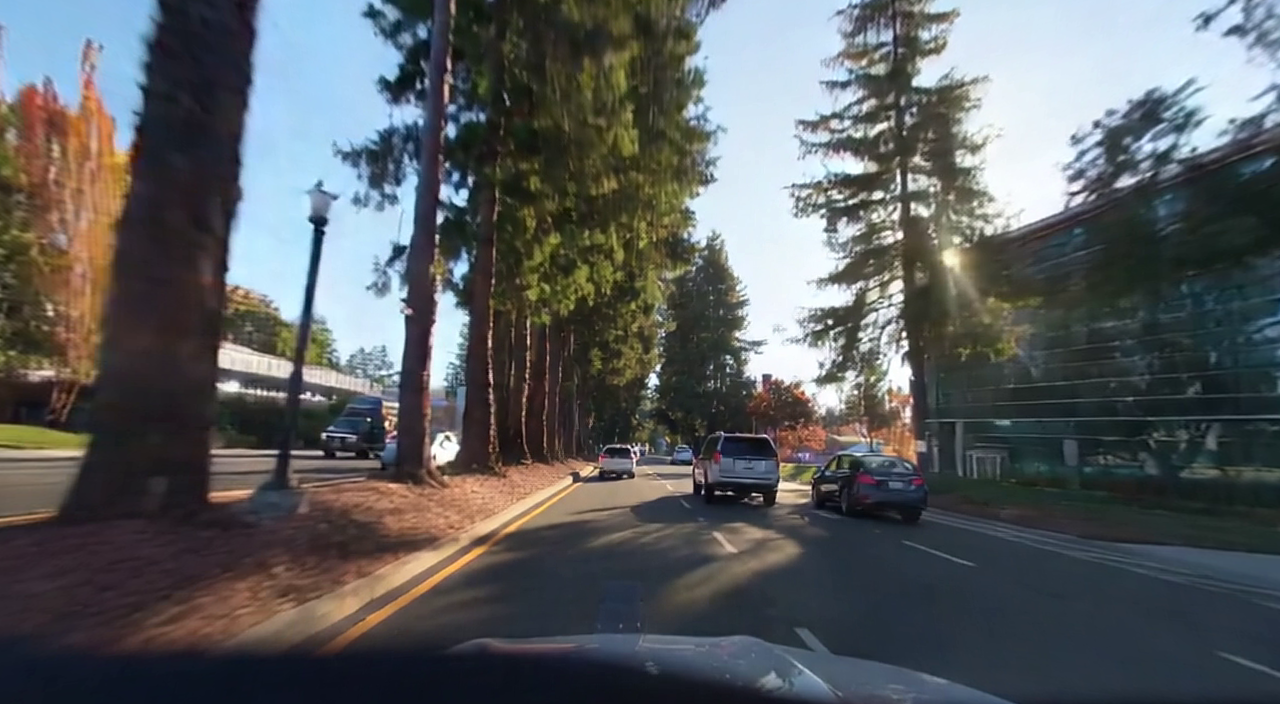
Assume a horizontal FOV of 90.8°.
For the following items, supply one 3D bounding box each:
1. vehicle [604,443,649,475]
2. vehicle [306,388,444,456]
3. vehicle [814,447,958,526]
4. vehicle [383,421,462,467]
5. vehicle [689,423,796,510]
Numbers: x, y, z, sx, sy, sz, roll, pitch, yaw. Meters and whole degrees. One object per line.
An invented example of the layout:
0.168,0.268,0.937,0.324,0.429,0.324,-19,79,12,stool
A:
-0.685,5.312,31.542,2.119,1.460,3.847,0,-9,-1,vehicle
-15.693,4.595,39.072,2.944,3.472,12.516,1,-9,1,vehicle
6.197,3.391,16.554,1.913,1.777,4.269,0,-9,-2,vehicle
-9.364,4.024,27.589,1.895,1.816,4.636,0,-9,-2,vehicle
2.665,3.091,17.442,2.035,1.940,4.299,4,-9,-1,vehicle
